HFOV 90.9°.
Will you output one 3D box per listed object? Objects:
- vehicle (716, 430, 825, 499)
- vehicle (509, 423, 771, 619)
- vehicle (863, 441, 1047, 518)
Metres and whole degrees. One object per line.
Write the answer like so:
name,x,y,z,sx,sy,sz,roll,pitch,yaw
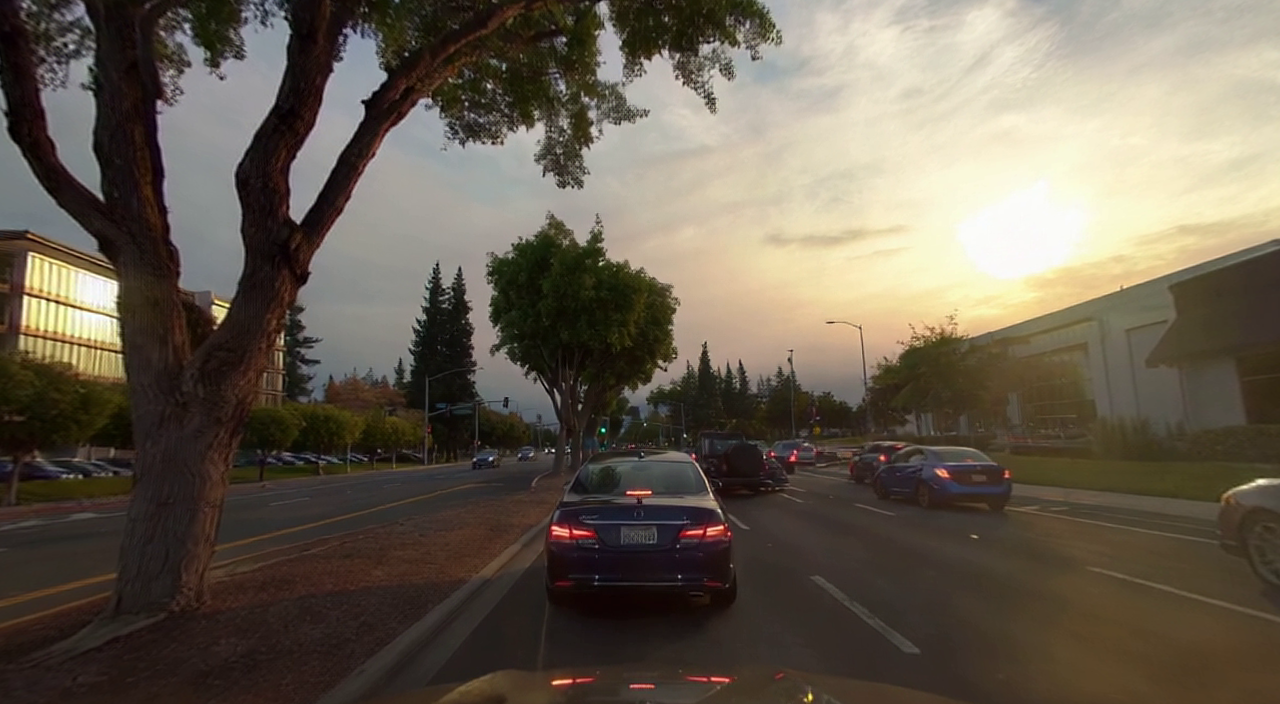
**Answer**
vehicle,3.607,3.200,18.424,2.114,1.736,4.553,0,-8,-1
vehicle,-0.024,1.600,7.014,1.977,1.465,4.376,0,-8,-1
vehicle,6.875,2.786,14.432,1.911,1.468,4.417,0,-8,0
